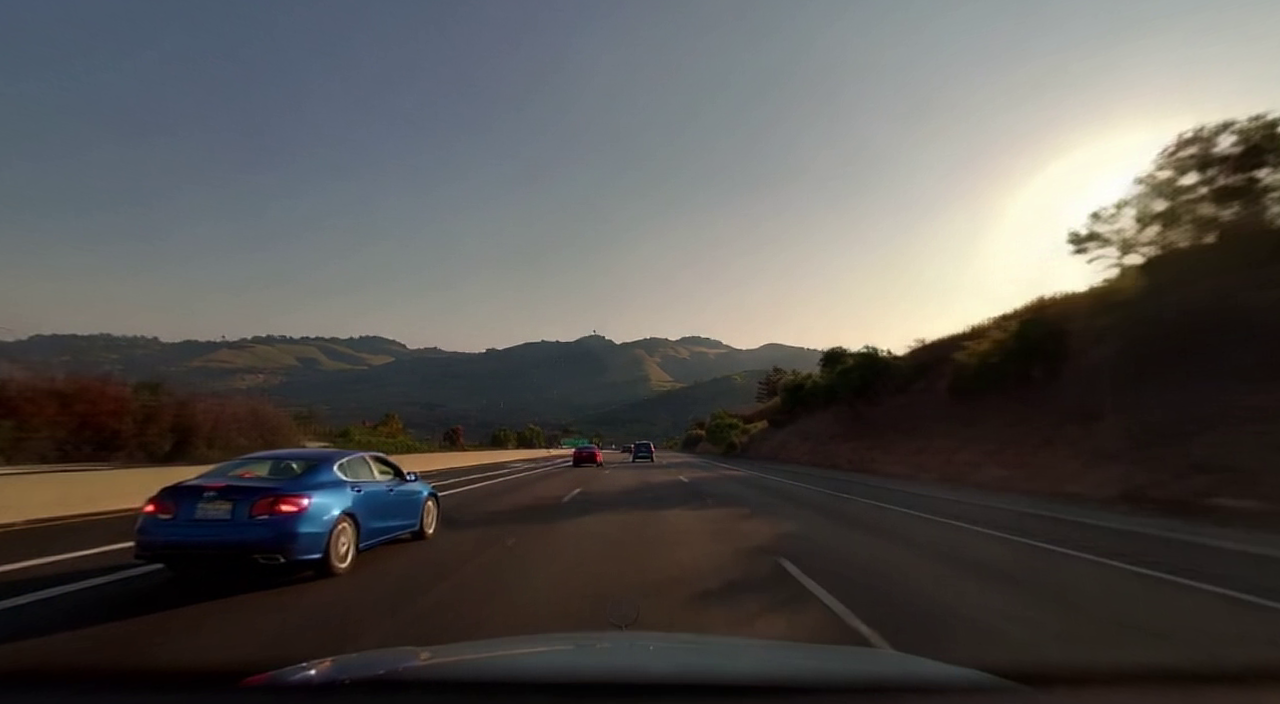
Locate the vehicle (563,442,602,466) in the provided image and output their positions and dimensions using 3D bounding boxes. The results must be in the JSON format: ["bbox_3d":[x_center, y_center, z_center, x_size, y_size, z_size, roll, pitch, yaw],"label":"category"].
[{"bbox_3d":[-3.683,6.638,41.116,2.082,1.485,4.237,0,-8,1],"label":"vehicle"}]

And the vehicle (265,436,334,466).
[{"bbox_3d":[-21.143,6.133,39.158,1.839,1.745,4.411,0,-8,0],"label":"vehicle"}]

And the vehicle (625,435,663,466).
[{"bbox_3d":[0.245,6.362,40.595,2.272,1.836,4.866,0,-8,0],"label":"vehicle"}]
